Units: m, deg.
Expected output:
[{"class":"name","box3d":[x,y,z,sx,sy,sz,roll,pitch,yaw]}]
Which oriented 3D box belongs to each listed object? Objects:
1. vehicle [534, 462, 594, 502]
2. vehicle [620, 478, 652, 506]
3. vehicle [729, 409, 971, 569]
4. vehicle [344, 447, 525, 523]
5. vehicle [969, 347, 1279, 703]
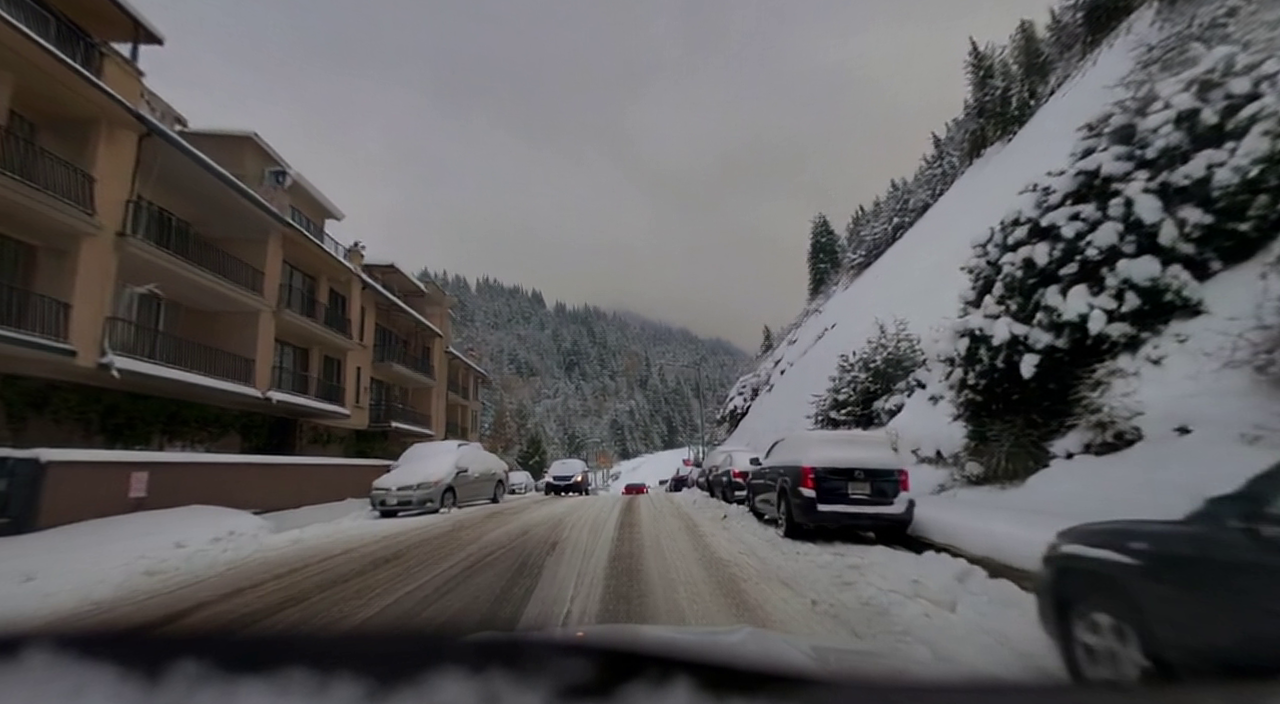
[{"class":"vehicle","box3d":[-3.360,6.026,28.901,2.102,1.621,4.627,0,-14,1]},{"class":"vehicle","box3d":[-0.356,10.225,46.052,2.201,1.731,3.854,0,-9,-2]},{"class":"vehicle","box3d":[2.774,1.951,9.723,2.072,1.830,4.744,0,-9,0]},{"class":"vehicle","box3d":[-4.548,2.982,14.813,1.856,1.474,4.522,-3,-9,15]},{"class":"vehicle","box3d":[3.043,0.760,1.586,1.948,1.669,4.242,0,-9,-3]}]
